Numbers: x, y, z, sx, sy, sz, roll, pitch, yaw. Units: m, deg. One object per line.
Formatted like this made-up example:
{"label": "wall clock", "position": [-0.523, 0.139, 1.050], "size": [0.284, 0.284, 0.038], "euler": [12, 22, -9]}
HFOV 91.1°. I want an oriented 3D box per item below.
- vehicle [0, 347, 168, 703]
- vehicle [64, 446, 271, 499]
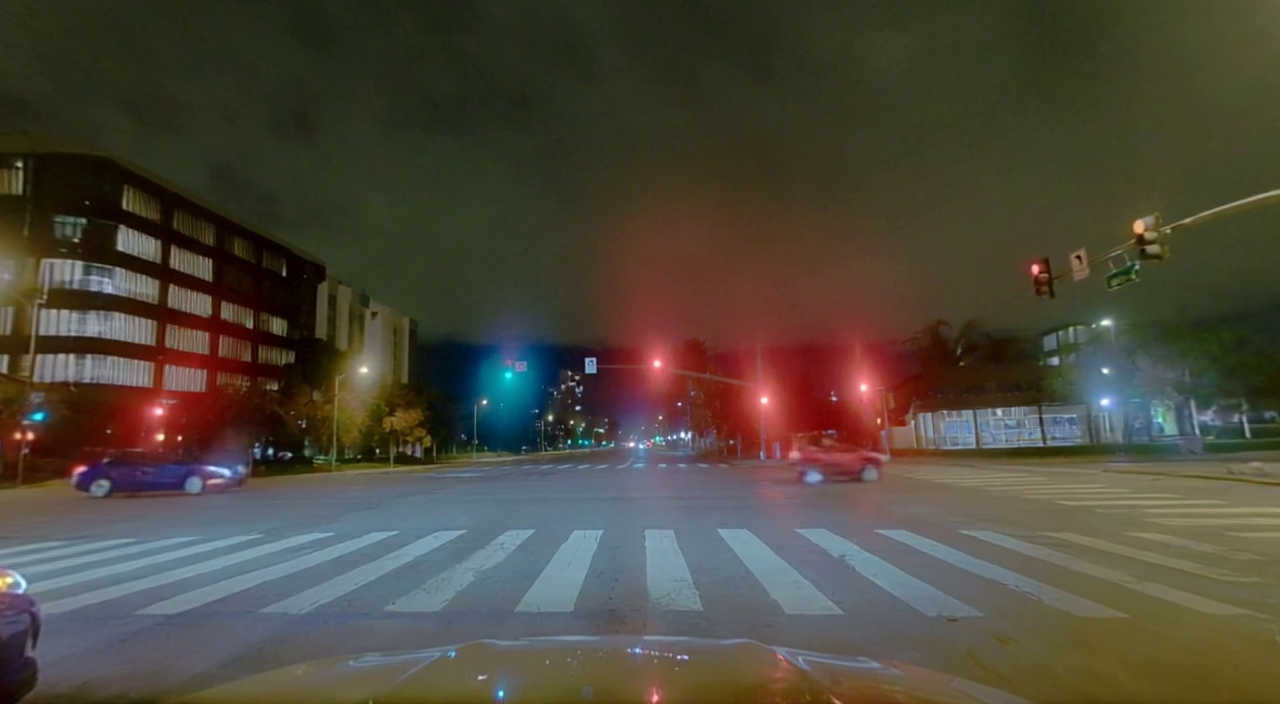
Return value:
{"label": "vehicle", "position": [-3.633, 0.614, 1.050], "size": [2.109, 1.692, 4.587], "euler": [0, -8, 0]}
{"label": "vehicle", "position": [-13.790, 3.513, 18.518], "size": [4.551, 1.454, 1.941], "euler": [0, -8, 2]}
